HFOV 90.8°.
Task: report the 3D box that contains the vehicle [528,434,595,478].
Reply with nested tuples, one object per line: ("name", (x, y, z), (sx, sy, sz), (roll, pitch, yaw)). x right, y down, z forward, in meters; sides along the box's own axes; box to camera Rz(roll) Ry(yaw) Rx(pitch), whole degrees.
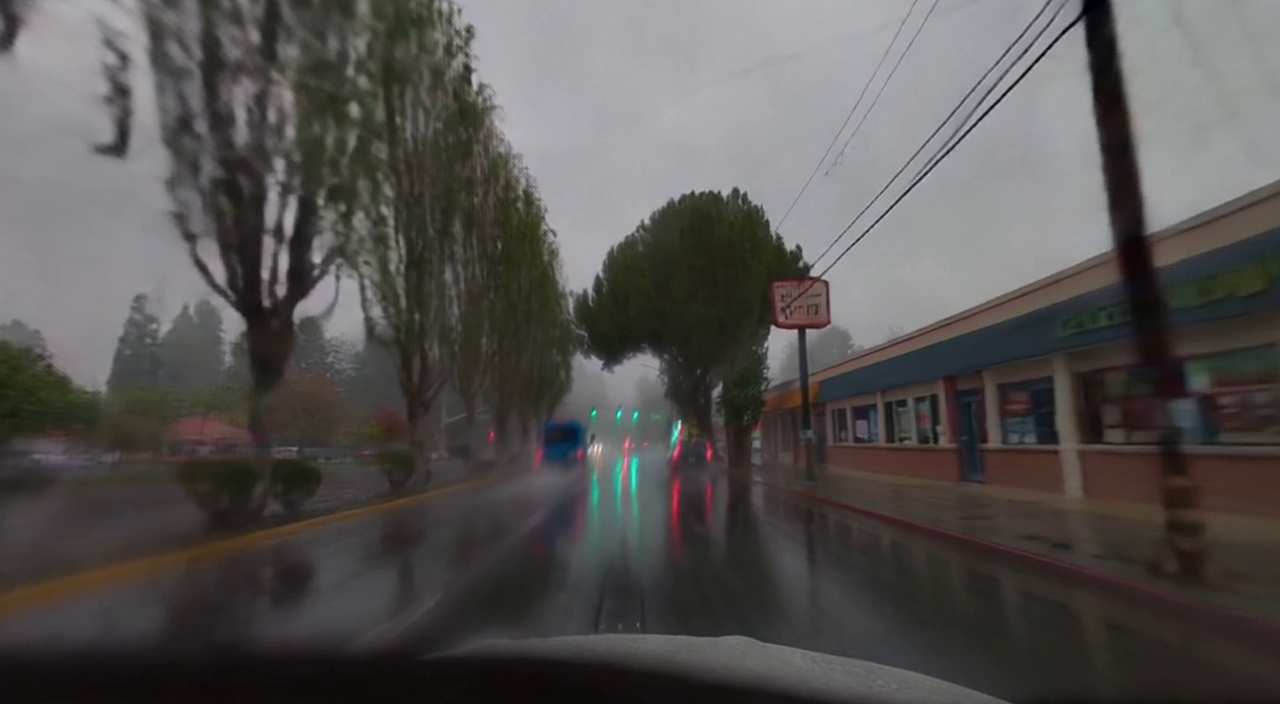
("vehicle", (-3.373, 4.609, 28.328), (2.464, 1.777, 5.128), (0, -9, -2))

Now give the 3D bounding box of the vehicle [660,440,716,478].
("vehicle", (1.951, 4.548, 27.014), (2.103, 1.487, 4.101), (0, -9, 0))
